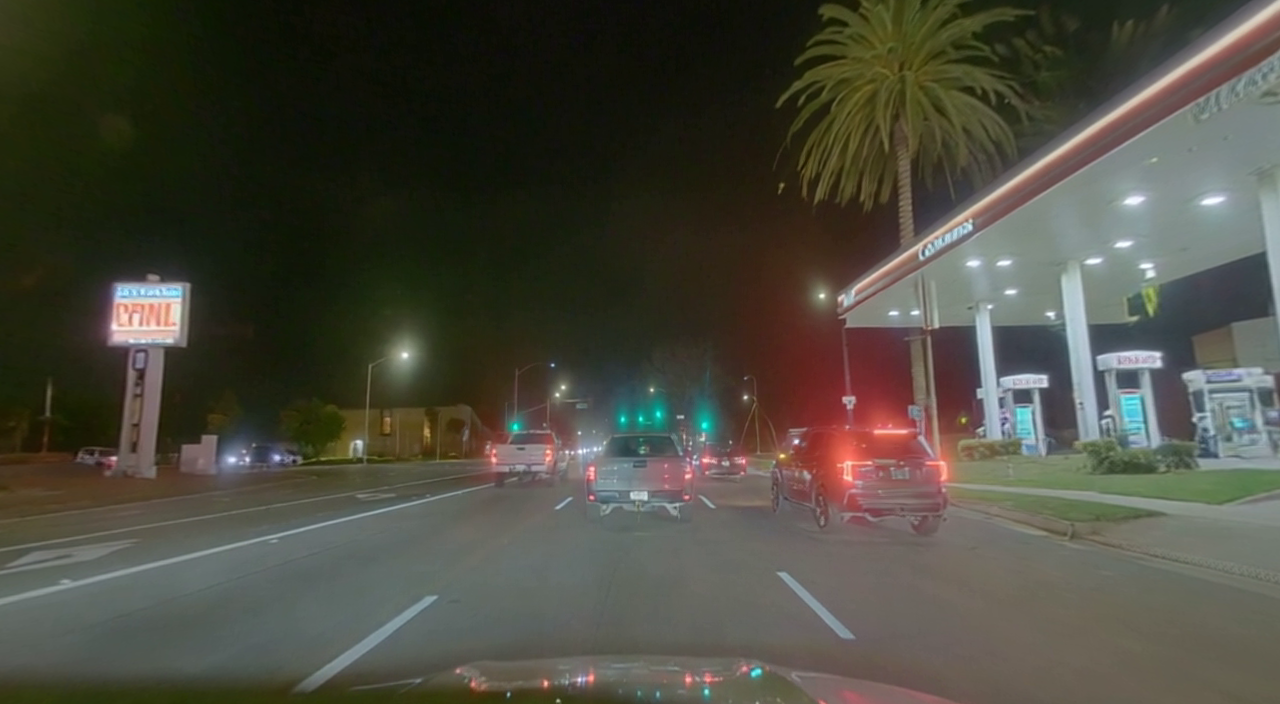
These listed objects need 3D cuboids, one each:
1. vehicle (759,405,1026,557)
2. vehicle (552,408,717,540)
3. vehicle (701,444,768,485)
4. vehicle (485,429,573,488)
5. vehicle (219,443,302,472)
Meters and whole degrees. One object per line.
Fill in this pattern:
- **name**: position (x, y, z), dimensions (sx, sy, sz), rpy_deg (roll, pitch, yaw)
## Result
- **vehicle**: position (3.604, 1.978, 10.465), dimensions (2.120, 1.828, 5.531), rpy_deg (0, -8, 0)
- **vehicle**: position (-0.015, 2.110, 11.572), dimensions (2.295, 1.835, 5.471), rpy_deg (0, -8, 1)
- **vehicle**: position (3.448, 4.167, 23.545), dimensions (1.901, 1.401, 3.965), rpy_deg (0, -8, 0)
- **vehicle**: position (-3.655, 3.612, 21.636), dimensions (2.071, 1.811, 4.605), rpy_deg (0, -8, 2)
- **vehicle**: position (-29.052, 8.086, 48.456), dimensions (2.543, 2.092, 6.613), rpy_deg (0, -8, -3)
